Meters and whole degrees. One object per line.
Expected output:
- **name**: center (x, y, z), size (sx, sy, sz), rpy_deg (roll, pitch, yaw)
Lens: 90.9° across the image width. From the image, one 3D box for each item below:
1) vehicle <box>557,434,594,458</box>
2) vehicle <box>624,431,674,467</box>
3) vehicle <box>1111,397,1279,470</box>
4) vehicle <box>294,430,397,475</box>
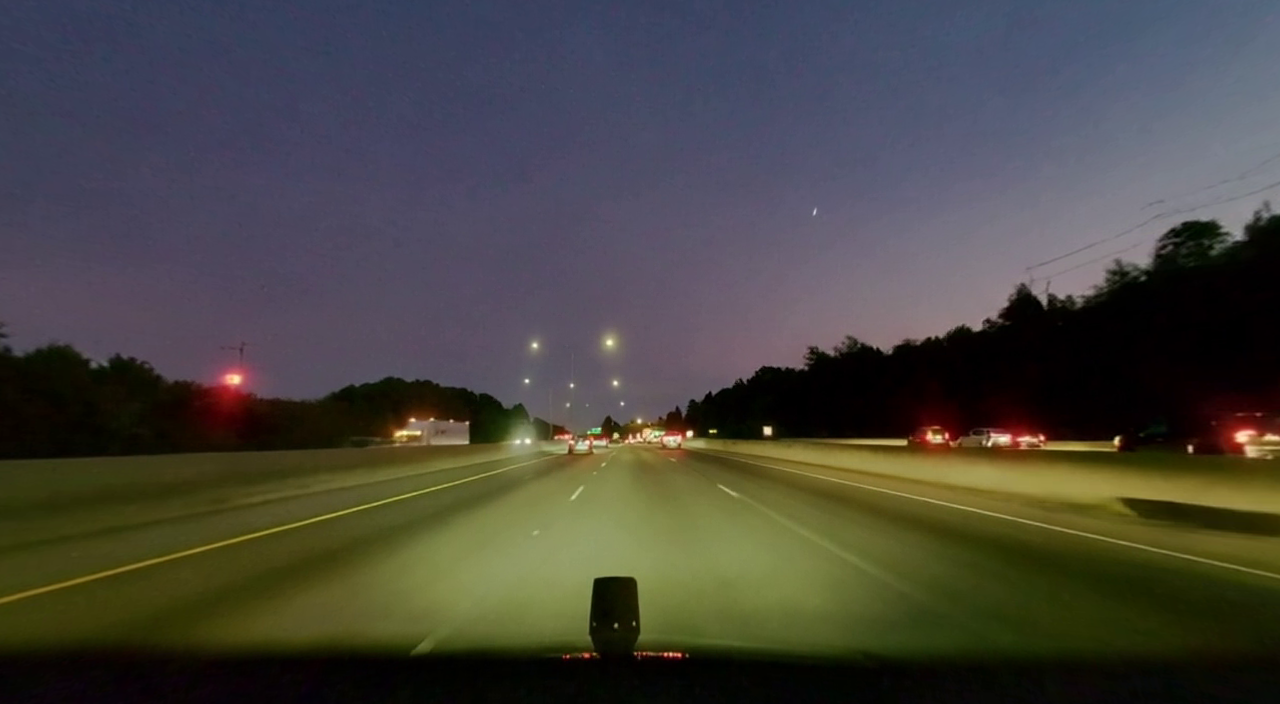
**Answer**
- **vehicle**: center (-4.090, 6.032, 40.496), size (2.014, 1.471, 4.380), rpy_deg (0, -8, -1)
- **vehicle**: center (0.354, 4.423, 28.953), size (2.086, 1.554, 3.875), rpy_deg (0, -8, -2)
- **vehicle**: center (22.325, 3.290, 25.138), size (2.232, 2.540, 6.015), rpy_deg (0, -8, -1)
- **vehicle**: center (-11.925, 4.098, 25.958), size (2.083, 1.640, 4.552), rpy_deg (0, -8, -1)
